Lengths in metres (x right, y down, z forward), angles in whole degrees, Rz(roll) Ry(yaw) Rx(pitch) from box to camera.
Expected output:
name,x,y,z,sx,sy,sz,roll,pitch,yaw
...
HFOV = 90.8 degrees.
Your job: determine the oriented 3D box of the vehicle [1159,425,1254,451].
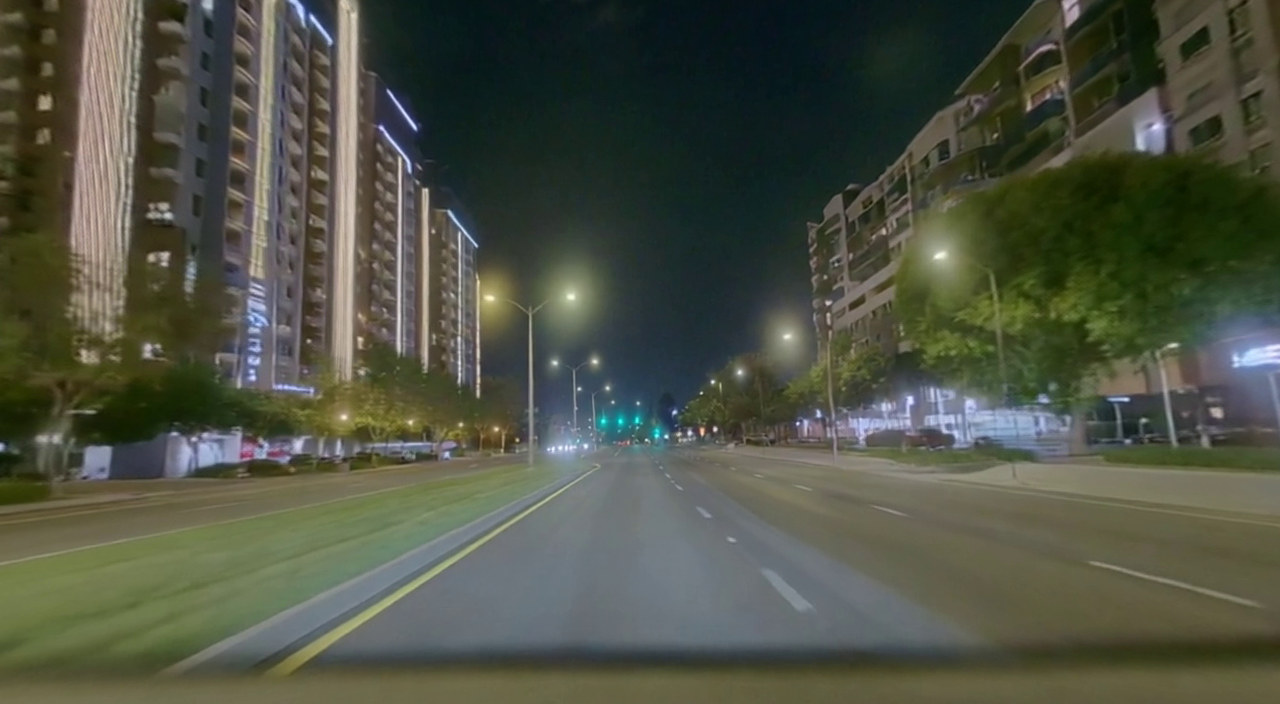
name,x,y,z,sx,sy,sz,roll,pitch,yaw
vehicle,35.903,5.476,40.236,1.858,1.507,4.593,1,-7,1
